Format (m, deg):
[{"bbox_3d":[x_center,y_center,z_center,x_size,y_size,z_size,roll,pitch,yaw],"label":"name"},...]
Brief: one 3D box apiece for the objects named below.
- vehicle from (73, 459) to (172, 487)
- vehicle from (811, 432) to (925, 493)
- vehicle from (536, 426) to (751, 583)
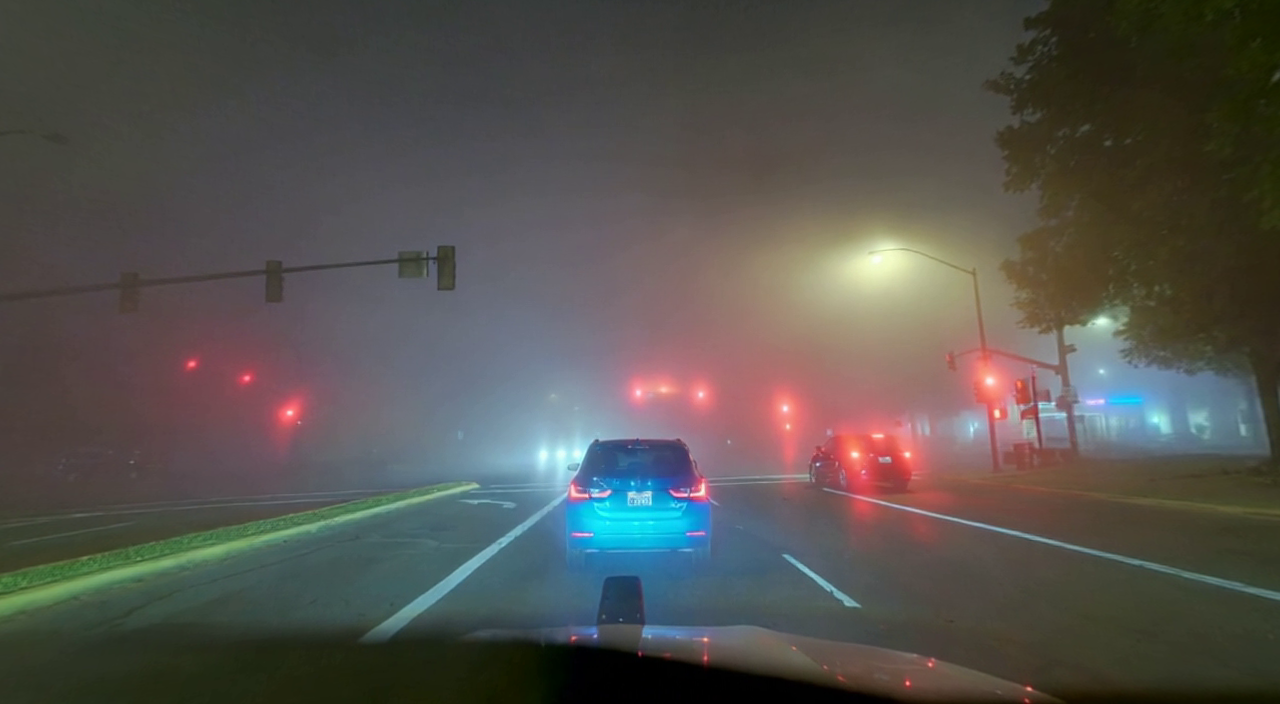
[{"bbox_3d":[-32.399,7.561,39.644,4.401,1.625,1.863,0,-8,-4],"label":"vehicle"},{"bbox_3d":[7.049,3.440,20.061,2.039,1.692,4.319,0,-8,1],"label":"vehicle"},{"bbox_3d":[-0.022,1.783,8.267,2.070,1.488,4.206,0,-8,-2],"label":"vehicle"}]
